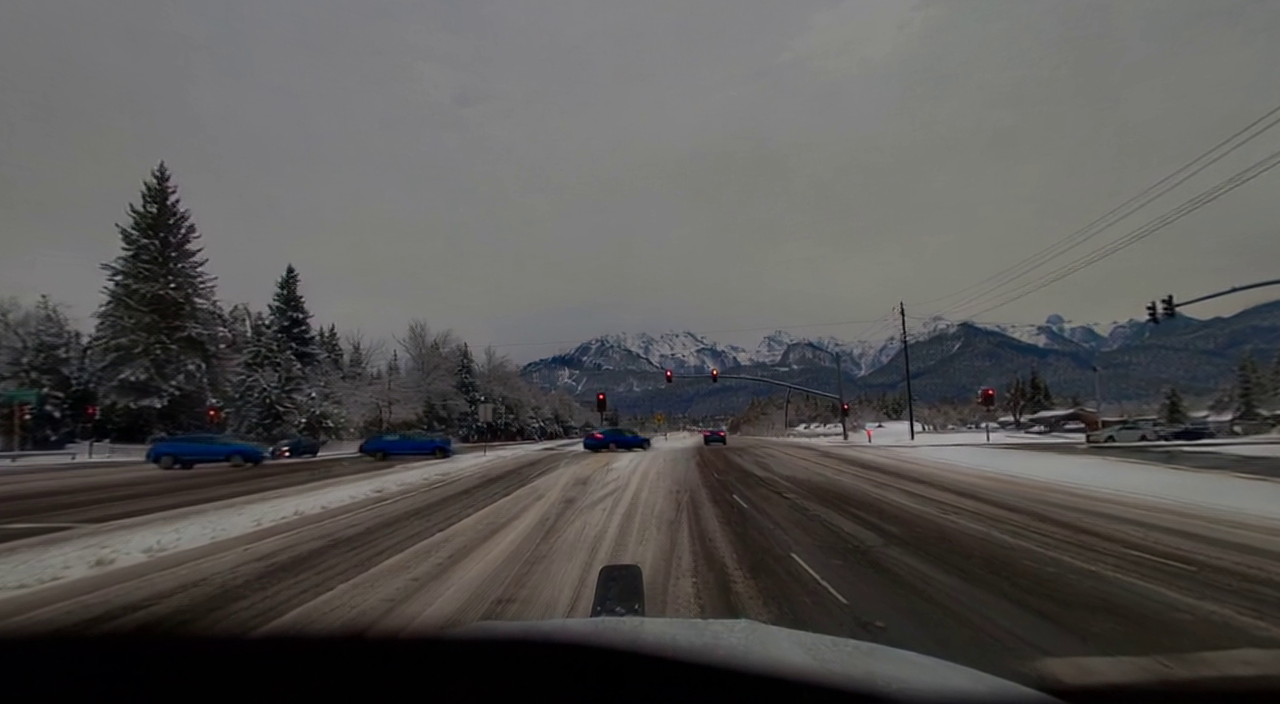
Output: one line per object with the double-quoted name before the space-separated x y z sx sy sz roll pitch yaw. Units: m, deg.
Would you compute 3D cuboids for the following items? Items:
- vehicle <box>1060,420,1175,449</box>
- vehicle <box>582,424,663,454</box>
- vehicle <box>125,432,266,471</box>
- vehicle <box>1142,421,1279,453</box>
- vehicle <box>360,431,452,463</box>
"vehicle" 28.348 4.953 37.645 5.100 1.680 2.055 0 -8 1
"vehicle" -1.058 5.667 40.829 2.246 1.805 5.228 -8 -12 43
"vehicle" -20.597 4.630 29.510 4.812 1.735 2.105 1 -9 -9
"vehicle" 27.298 4.073 30.227 4.778 1.495 1.959 0 -8 0
"vehicle" -11.911 4.861 32.288 4.218 1.542 2.044 3 -9 -21
